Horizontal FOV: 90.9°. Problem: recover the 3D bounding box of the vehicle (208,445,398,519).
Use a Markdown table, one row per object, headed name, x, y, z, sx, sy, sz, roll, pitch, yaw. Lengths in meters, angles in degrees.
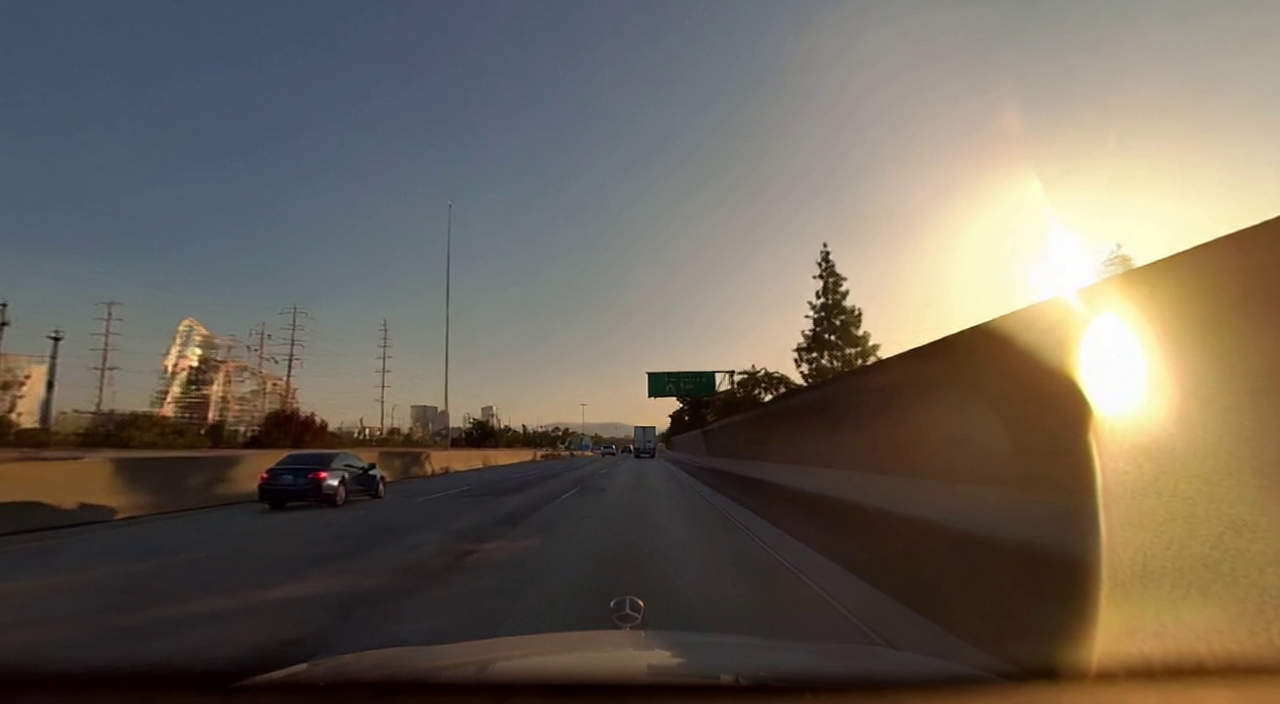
| name | x | y | z | sx | sy | sz | roll | pitch | yaw |
| --- | --- | --- | --- | --- | --- | --- | --- | --- | --- |
| vehicle | -7.712 | 2.972 | 15.079 | 1.979 | 1.470 | 4.485 | 0 | -8 | 1 |
